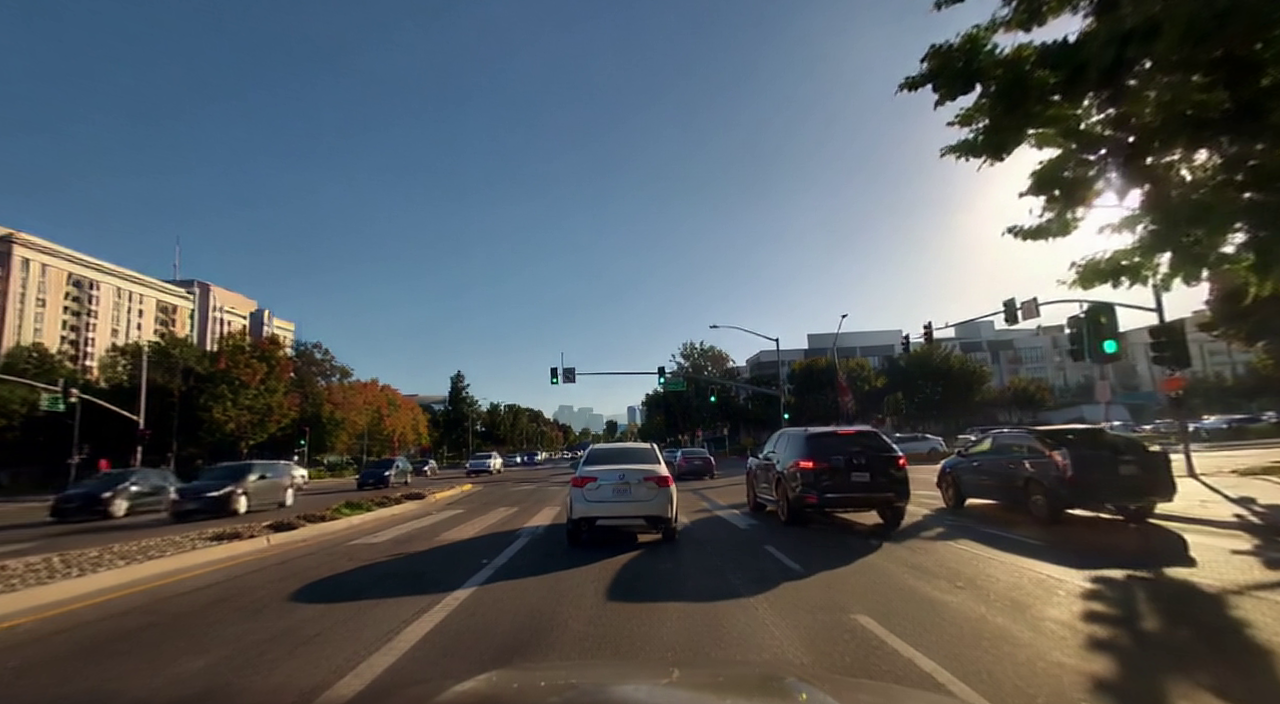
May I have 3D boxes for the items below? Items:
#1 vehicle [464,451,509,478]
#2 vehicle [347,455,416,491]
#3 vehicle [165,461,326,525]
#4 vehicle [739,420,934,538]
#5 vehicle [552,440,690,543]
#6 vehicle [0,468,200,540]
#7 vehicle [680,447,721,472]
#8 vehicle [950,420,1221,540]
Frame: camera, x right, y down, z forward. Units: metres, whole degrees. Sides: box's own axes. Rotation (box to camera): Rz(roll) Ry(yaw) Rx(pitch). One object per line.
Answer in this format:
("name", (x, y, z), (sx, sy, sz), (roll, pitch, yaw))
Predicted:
("vehicle", (-11.064, 8.124, 45.993), (2.078, 1.795, 4.636), (0, -8, 1))
("vehicle", (-14.758, 6.906, 36.370), (1.908, 1.797, 4.620), (0, -8, 1))
("vehicle", (-11.597, 4.147, 19.027), (1.992, 1.562, 4.361), (0, -9, 1))
("vehicle", (3.371, 2.285, 11.996), (2.107, 1.773, 4.557), (0, -9, -2))
("vehicle", (-0.294, 2.362, 11.400), (2.034, 1.500, 3.966), (0, -8, -1))
("vehicle", (-14.943, 4.157, 17.780), (1.907, 1.592, 4.373), (0, -9, 1))
("vehicle", (3.753, 6.775, 40.110), (2.123, 1.455, 4.318), (0, -8, -1))
("vehicle", (7.671, 2.224, 11.595), (2.039, 1.760, 4.319), (-1, -9, 5))
